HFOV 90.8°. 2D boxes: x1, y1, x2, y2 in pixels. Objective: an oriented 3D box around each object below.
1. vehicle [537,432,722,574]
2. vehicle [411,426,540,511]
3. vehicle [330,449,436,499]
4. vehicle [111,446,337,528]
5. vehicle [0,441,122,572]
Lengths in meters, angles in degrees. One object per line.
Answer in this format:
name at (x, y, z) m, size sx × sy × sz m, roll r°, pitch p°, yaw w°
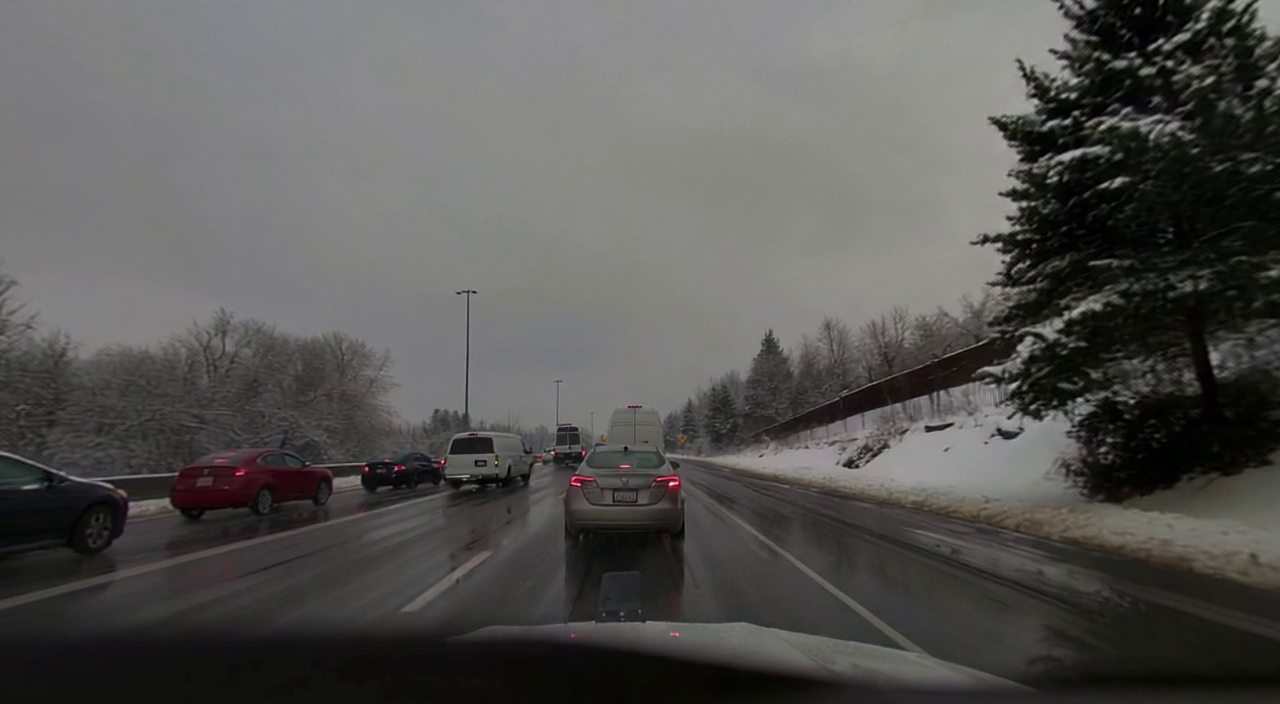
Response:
vehicle at (-0.145, 1.898, 8.564) m, size 1.995 × 1.495 × 3.380 m, roll 0°, pitch -9°, yaw -1°
vehicle at (-4.126, 3.024, 16.753) m, size 2.055 × 1.913 × 4.584 m, roll -1°, pitch -9°, yaw 2°
vehicle at (-8.406, 3.991, 21.050) m, size 1.826 × 1.465 × 3.916 m, roll -1°, pitch -9°, yaw 1°
vehicle at (-8.708, 2.823, 13.822) m, size 1.884 × 1.484 × 4.389 m, roll -1°, pitch -9°, yaw 1°
vehicle at (-8.287, 1.683, 6.610) m, size 1.864 × 1.492 × 4.453 m, roll -1°, pitch -9°, yaw 1°
